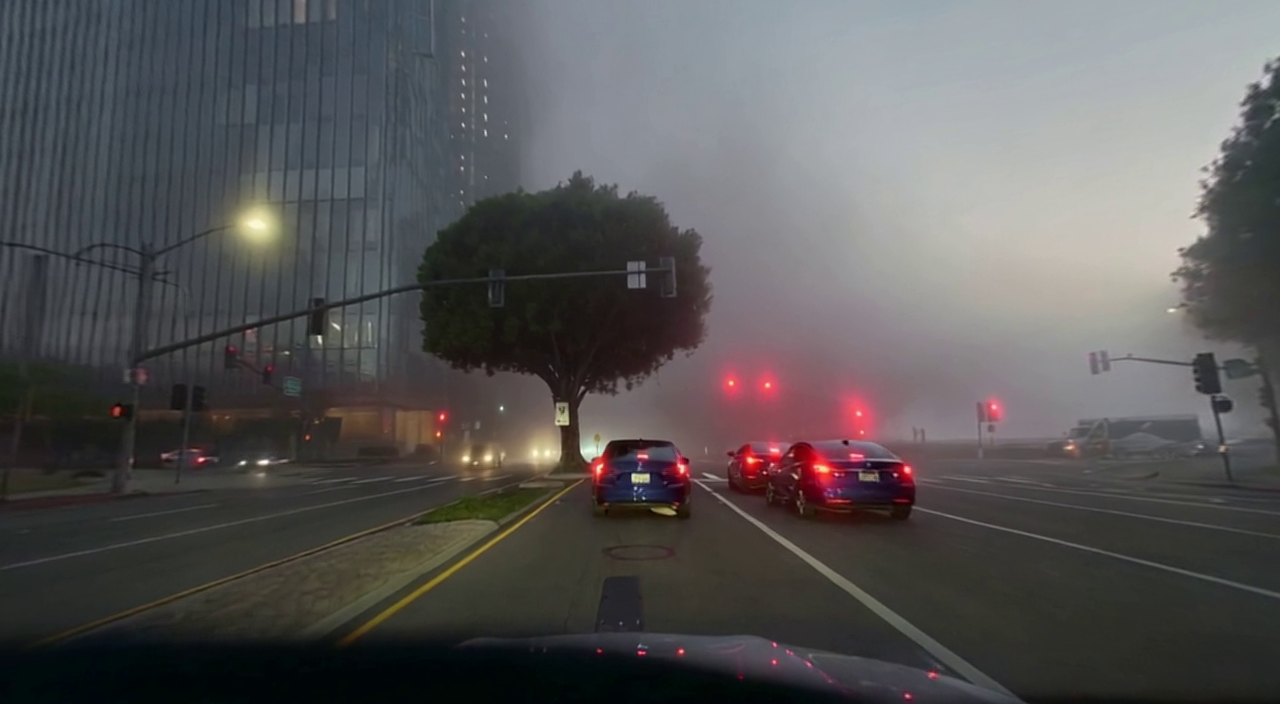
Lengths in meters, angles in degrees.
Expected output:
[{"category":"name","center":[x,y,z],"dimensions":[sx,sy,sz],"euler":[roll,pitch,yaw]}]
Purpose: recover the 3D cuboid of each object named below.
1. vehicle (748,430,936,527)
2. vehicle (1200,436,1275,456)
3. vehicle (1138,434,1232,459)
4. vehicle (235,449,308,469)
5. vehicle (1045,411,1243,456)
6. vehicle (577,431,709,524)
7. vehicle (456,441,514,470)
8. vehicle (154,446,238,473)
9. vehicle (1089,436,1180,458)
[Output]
[{"category":"vehicle","center":[3.532,2.304,12.112],"dimensions":[2.018,1.491,4.544],"euler":[0,-9,-1]},{"category":"vehicle","center":[42.010,6.612,44.432],"dimensions":[3.442,1.409,1.770],"euler":[0,-9,-1]},{"category":"vehicle","center":[35.003,6.062,40.666],"dimensions":[4.190,1.535,1.998],"euler":[0,-9,-1]},{"category":"vehicle","center":[-27.760,8.060,47.738],"dimensions":[4.423,1.470,1.877],"euler":[3,-9,-21]},{"category":"vehicle","center":[38.196,6.240,48.134],"dimensions":[12.695,3.252,3.036],"euler":[0,-9,-3]},{"category":"vehicle","center":[0.012,2.297,12.091],"dimensions":[2.087,1.468,4.014],"euler":[0,-9,-1]},{"category":"vehicle","center":[-8.581,5.765,35.298],"dimensions":[2.004,1.476,4.671],"euler":[0,-9,1]},{"category":"vehicle","center":[-26.862,6.500,38.297],"dimensions":[3.657,1.528,1.783],"euler":[1,-9,-4]},{"category":"vehicle","center":[34.419,6.603,44.054],"dimensions":[4.616,1.476,2.165],"euler":[0,-9,-3]}]
